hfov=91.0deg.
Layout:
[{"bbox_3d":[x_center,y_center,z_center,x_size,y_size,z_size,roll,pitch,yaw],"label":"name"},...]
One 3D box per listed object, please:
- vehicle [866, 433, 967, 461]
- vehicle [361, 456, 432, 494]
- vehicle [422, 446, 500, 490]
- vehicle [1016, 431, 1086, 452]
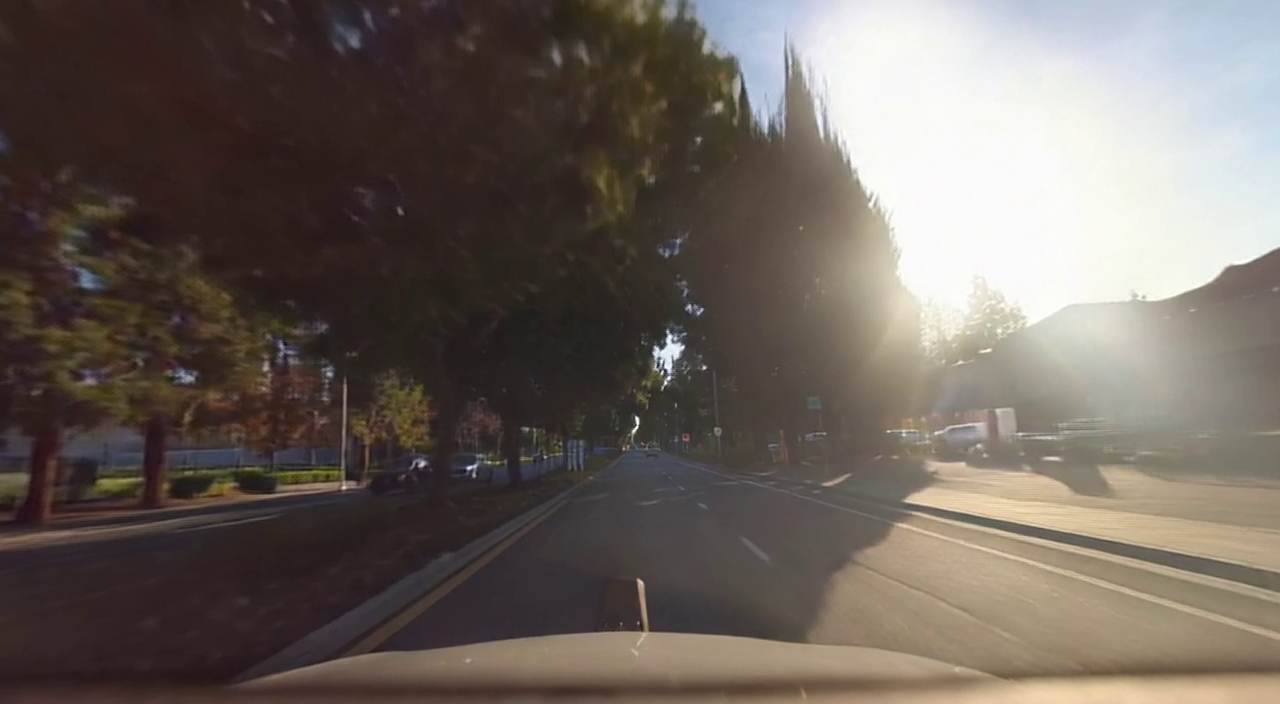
[{"bbox_3d":[16.220,5.590,37.113,4.947,1.587,2.133,0,-9,-3],"label":"vehicle"},{"bbox_3d":[-10.877,5.496,28.335,1.688,1.419,3.783,-4,-9,0],"label":"vehicle"},{"bbox_3d":[-7.852,5.091,28.111,2.129,1.649,4.647,-3,-9,0],"label":"vehicle"},{"bbox_3d":[29.592,6.486,45.506,1.749,1.436,4.792,0,-9,0],"label":"vehicle"}]
